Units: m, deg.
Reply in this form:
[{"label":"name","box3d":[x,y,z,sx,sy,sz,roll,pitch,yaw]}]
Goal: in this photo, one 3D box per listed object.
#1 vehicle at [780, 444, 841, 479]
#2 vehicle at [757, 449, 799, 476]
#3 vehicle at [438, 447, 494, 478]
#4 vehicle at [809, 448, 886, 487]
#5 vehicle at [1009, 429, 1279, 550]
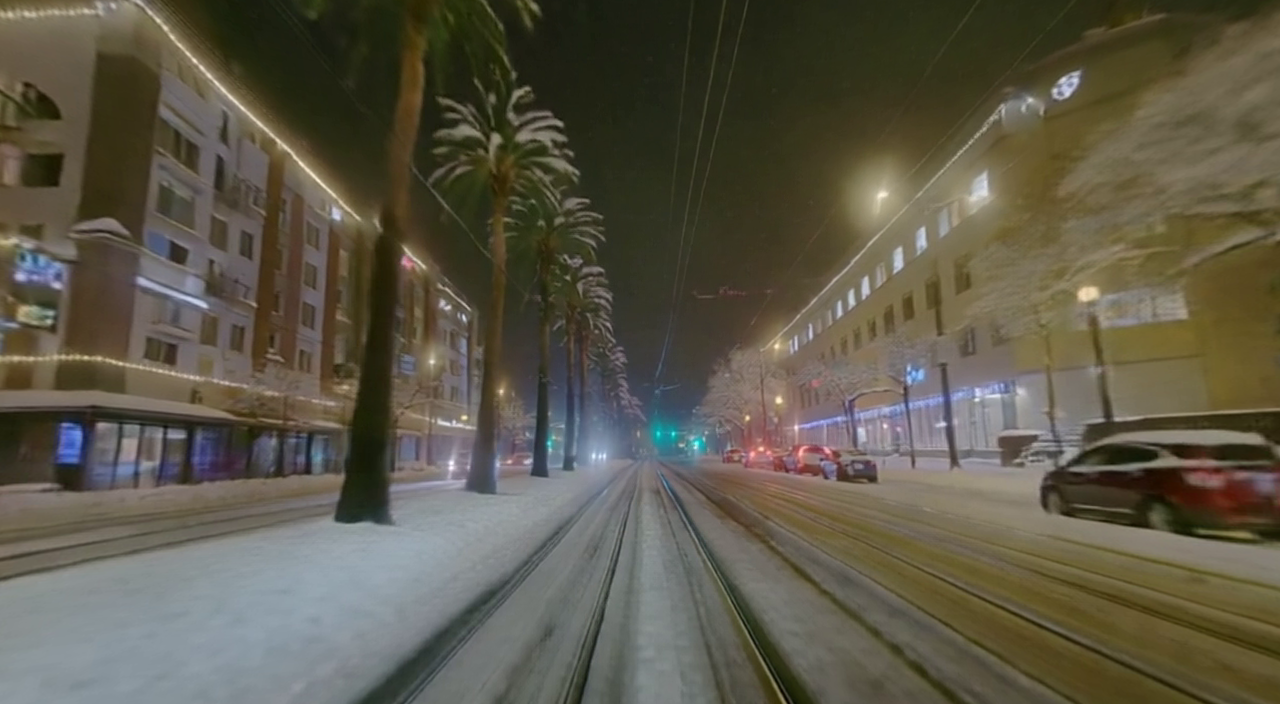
[{"label":"vehicle","box3d":[8.713,5.605,32.596,1.867,1.627,4.357,0,-8,0]},{"label":"vehicle","box3d":[8.419,6.759,38.814,1.715,1.500,3.910,0,-8,0]},{"label":"vehicle","box3d":[-10.530,6.706,38.498,2.042,1.716,4.634,0,-8,1]},{"label":"vehicle","box3d":[8.687,4.850,26.772,1.733,1.468,4.326,0,-8,0]},{"label":"vehicle","box3d":[8.567,2.178,10.704,1.878,1.605,4.242,0,-8,-2]}]
